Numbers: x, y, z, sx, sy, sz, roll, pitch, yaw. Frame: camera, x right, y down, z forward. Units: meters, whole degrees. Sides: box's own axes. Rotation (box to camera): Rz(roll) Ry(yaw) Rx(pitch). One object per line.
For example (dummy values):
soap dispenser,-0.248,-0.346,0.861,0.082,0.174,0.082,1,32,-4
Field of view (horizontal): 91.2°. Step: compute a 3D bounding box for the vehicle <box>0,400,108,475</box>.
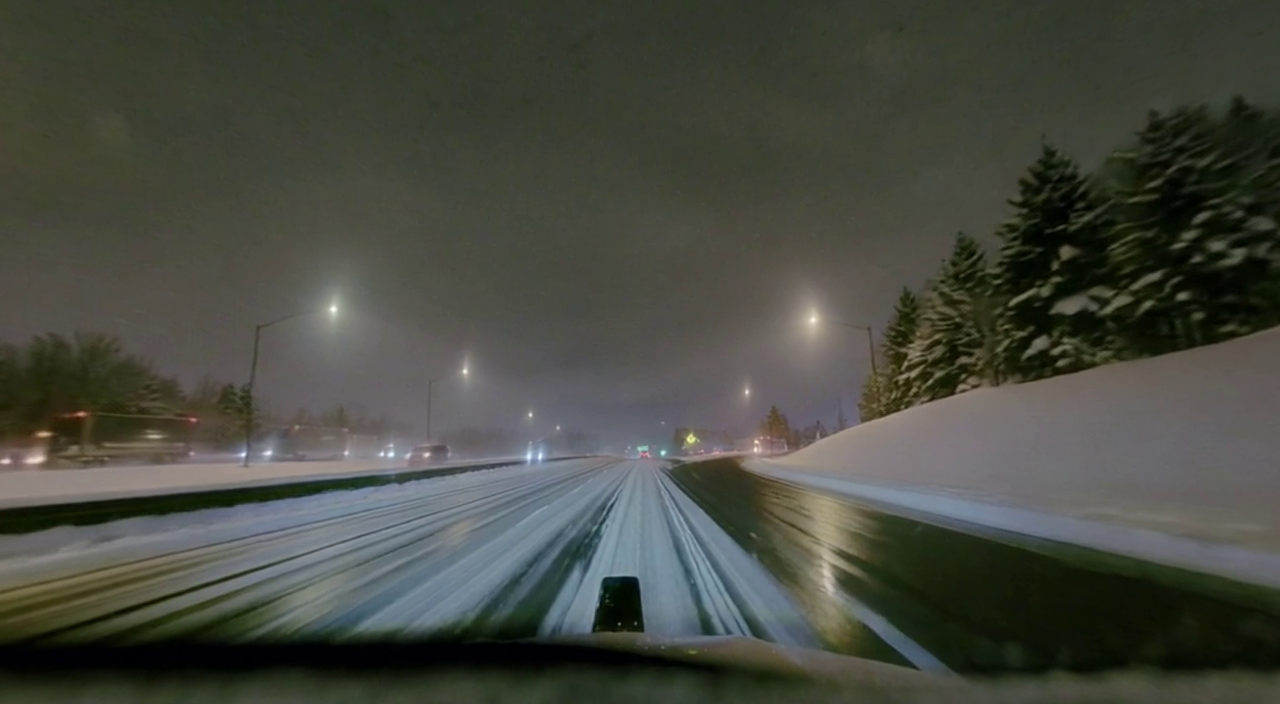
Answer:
vehicle,-35.564,5.037,36.254,2.785,3.969,7.482,-3,-8,1
